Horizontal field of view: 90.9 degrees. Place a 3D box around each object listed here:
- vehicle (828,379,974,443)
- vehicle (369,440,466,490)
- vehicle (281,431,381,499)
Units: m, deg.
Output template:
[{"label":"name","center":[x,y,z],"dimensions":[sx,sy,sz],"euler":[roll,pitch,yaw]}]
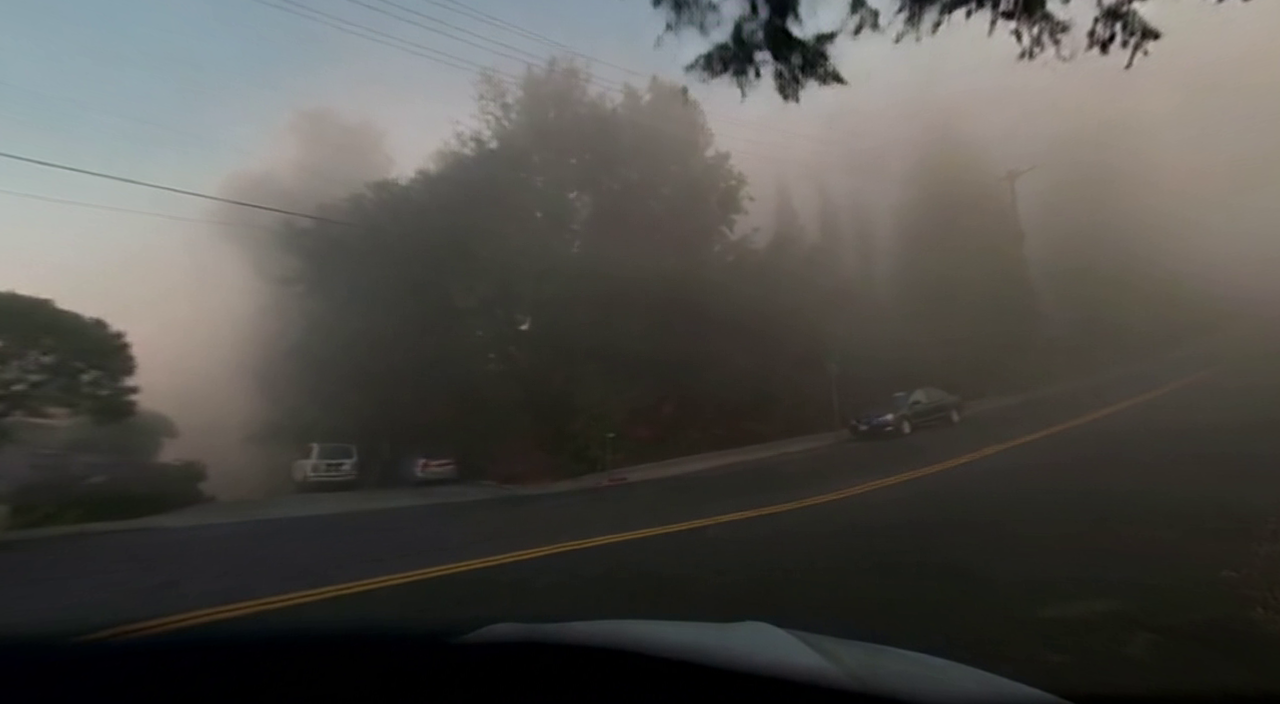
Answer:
[{"label":"vehicle","center":[9.242,2.030,22.127],"dimensions":[5.289,1.595,2.032],"euler":[-2,-8,-36]},{"label":"vehicle","center":[-8.975,4.447,25.179],"dimensions":[2.216,1.728,5.118],"euler":[6,-11,-35]},{"label":"vehicle","center":[-11.761,4.185,23.761],"dimensions":[2.413,1.838,4.977],"euler":[11,-7,-34]}]
